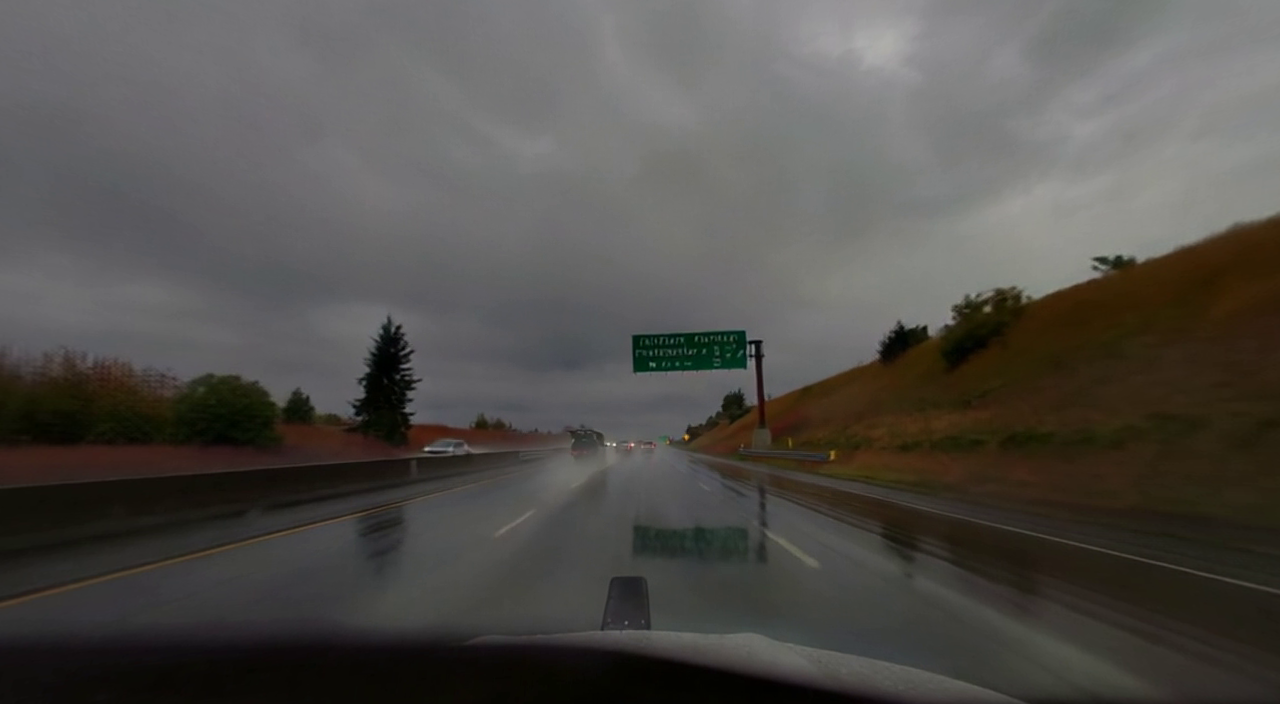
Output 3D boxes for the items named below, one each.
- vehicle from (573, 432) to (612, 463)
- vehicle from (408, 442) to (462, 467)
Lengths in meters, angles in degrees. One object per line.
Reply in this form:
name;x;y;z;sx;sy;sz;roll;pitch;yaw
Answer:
vehicle;-3.255;6.721;44.282;2.286;2.011;4.452;0;-8;1
vehicle;-13.630;6.836;42.091;2.180;1.577;4.220;0;-8;1
